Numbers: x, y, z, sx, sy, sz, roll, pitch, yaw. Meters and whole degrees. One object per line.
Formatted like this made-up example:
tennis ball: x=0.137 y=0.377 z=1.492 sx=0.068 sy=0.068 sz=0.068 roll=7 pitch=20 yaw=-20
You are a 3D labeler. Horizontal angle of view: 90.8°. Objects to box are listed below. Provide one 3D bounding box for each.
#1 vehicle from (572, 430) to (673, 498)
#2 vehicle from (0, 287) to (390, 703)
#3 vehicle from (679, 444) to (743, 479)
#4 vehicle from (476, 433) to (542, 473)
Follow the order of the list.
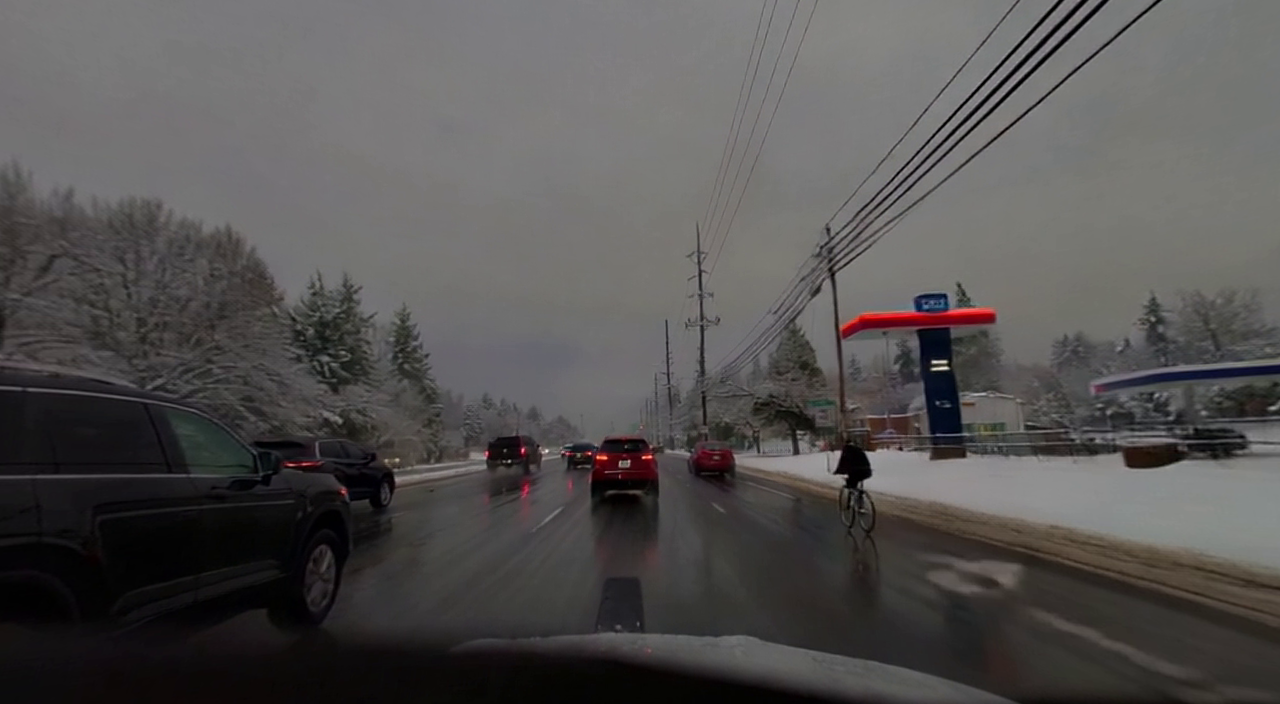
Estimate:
vehicle: x=-0.393 y=2.738 z=15.788 sx=2.189 sy=1.437 sz=4.135 roll=0 pitch=-8 yaw=0
vehicle: x=-3.036 y=0.732 z=2.815 sx=1.922 sy=1.642 sz=4.547 roll=0 pitch=-8 yaw=1
vehicle: x=2.869 y=4.526 z=26.448 sx=2.065 sy=1.302 sz=4.416 roll=0 pitch=-8 yaw=-1
vehicle: x=-6.838 y=5.320 z=33.529 sx=2.385 sy=1.918 sz=5.056 roll=0 pitch=-8 yaw=0
